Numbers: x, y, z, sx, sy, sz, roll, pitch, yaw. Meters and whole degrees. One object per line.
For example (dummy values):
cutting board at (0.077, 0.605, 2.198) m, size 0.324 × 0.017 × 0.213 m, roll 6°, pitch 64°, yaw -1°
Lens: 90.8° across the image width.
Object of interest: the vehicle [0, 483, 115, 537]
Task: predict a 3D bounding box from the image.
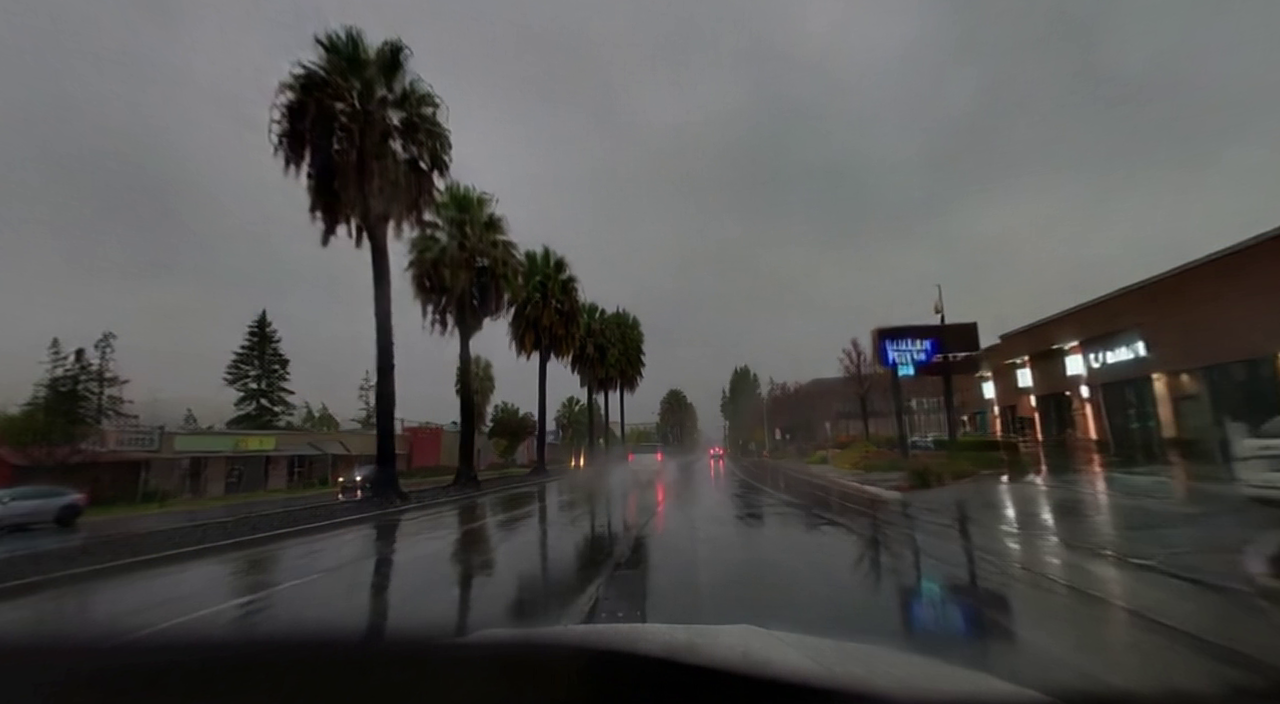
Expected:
vehicle at (-22.140, 5.675, 22.997) m, size 1.929 × 1.552 × 4.488 m, roll -1°, pitch -9°, yaw 4°

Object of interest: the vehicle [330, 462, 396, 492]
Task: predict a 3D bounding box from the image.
vehicle at (-20.186, 9.106, 46.326) m, size 2.294 × 1.935 × 4.783 m, roll -1°, pitch -9°, yaw 5°

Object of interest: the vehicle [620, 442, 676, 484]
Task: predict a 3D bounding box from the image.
vehicle at (0.450, 5.092, 29.303) m, size 2.147 × 1.745 × 4.648 m, roll -1°, pitch -9°, yaw 6°
